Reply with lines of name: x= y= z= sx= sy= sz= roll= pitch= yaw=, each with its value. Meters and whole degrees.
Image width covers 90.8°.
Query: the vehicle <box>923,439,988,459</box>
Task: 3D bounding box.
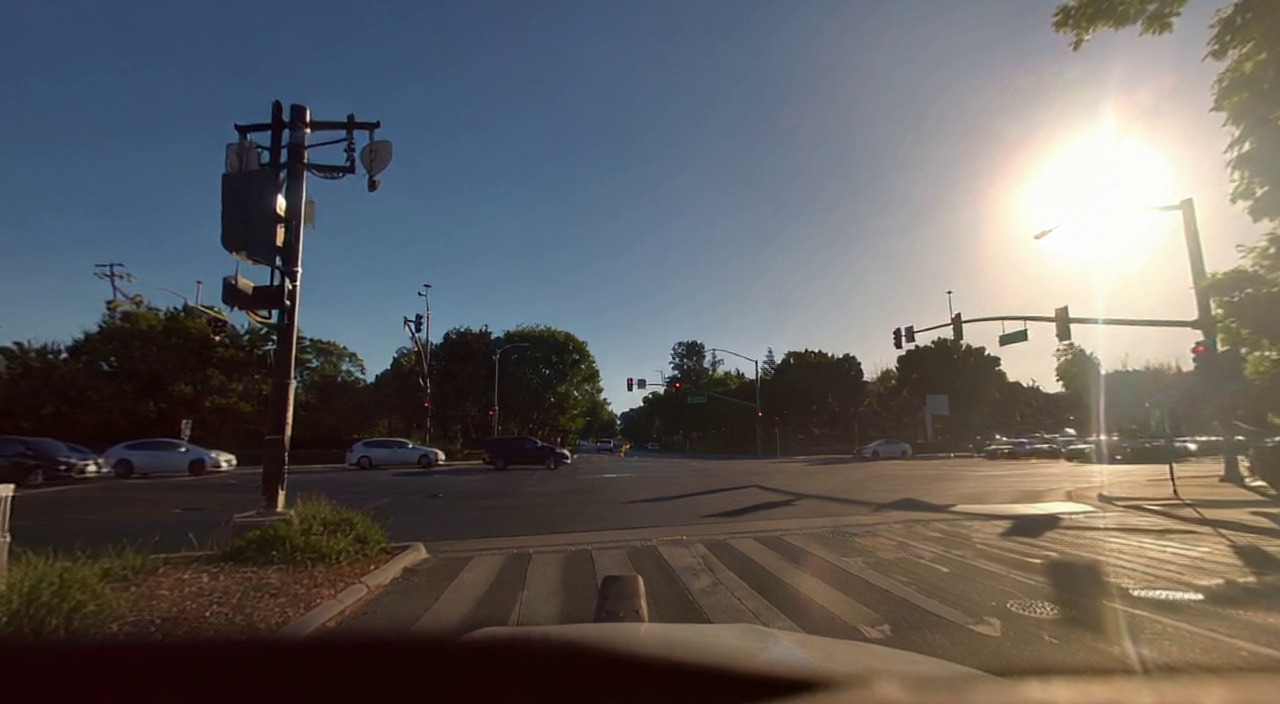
vehicle: x=24.031 y=7.401 z=48.177 sx=4.352 sy=1.456 sz=1.794 roll=3 pitch=-9 yaw=-18

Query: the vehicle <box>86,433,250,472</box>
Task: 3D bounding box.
vehicle: x=-18.804 y=4.034 z=25.470 sx=4.849 sy=1.476 sz=1.935 roll=3 pitch=-9 yaw=-19

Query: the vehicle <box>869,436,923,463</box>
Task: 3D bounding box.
vehicle: x=14.838 y=5.629 z=36.485 sx=1.962 sy=1.468 sz=4.516 roll=-5 pitch=-10 yaw=32

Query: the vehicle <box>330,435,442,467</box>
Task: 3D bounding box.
vehicle: x=-12.863 y=5.009 z=32.146 sx=4.912 sy=1.485 sz=1.922 roll=6 pitch=-10 yaw=-36

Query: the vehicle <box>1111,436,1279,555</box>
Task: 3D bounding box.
vehicle: x=9.222 y=1.998 z=8.648 sx=1.993 sy=1.505 sz=4.721 roll=5 pitch=-8 yaw=0

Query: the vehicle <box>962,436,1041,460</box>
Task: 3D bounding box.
vehicle: x=24.252 y=6.425 z=42.424 sx=4.481 sy=1.561 sz=2.001 roll=3 pitch=-9 yaw=-17

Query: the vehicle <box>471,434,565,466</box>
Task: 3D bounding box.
vehicle: x=-6.242 y=5.051 z=32.625 sx=4.331 sy=1.544 sz=1.896 roll=7 pitch=-11 yaw=-38
